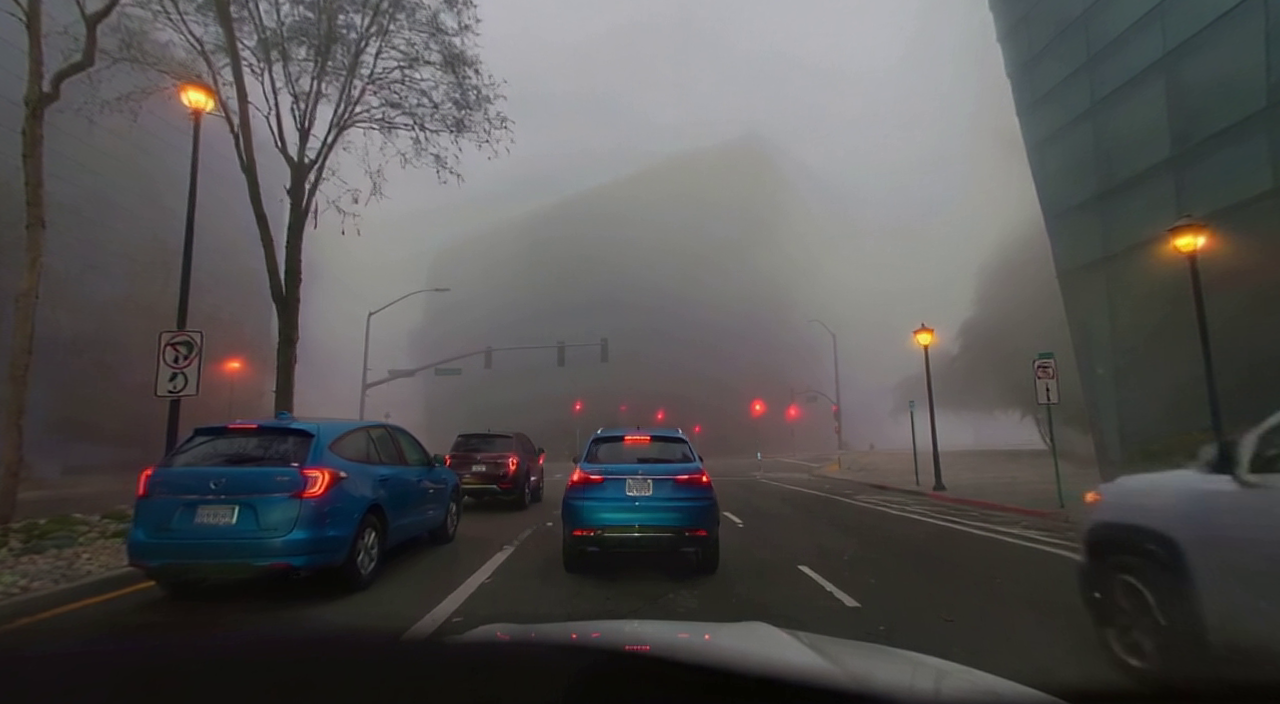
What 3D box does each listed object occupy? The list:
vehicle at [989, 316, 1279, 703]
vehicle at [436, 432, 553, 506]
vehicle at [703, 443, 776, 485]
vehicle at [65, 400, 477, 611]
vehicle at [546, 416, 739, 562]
[{"bbox_3d":[3.704,0.751,2.550,2.026,1.819,4.579,0,-8,2],"label":"vehicle"},{"bbox_3d":[-3.613,2.994,16.596,2.068,1.678,4.199,0,-8,0],"label":"vehicle"},{"bbox_3d":[3.724,4.272,24.513,2.082,1.445,4.426,0,-8,0],"label":"vehicle"},{"bbox_3d":[-3.553,1.561,7.357,2.083,1.691,4.398,0,-8,1],"label":"vehicle"},{"bbox_3d":[-0.001,1.880,9.409,2.207,1.659,4.155,0,-8,-1],"label":"vehicle"}]
